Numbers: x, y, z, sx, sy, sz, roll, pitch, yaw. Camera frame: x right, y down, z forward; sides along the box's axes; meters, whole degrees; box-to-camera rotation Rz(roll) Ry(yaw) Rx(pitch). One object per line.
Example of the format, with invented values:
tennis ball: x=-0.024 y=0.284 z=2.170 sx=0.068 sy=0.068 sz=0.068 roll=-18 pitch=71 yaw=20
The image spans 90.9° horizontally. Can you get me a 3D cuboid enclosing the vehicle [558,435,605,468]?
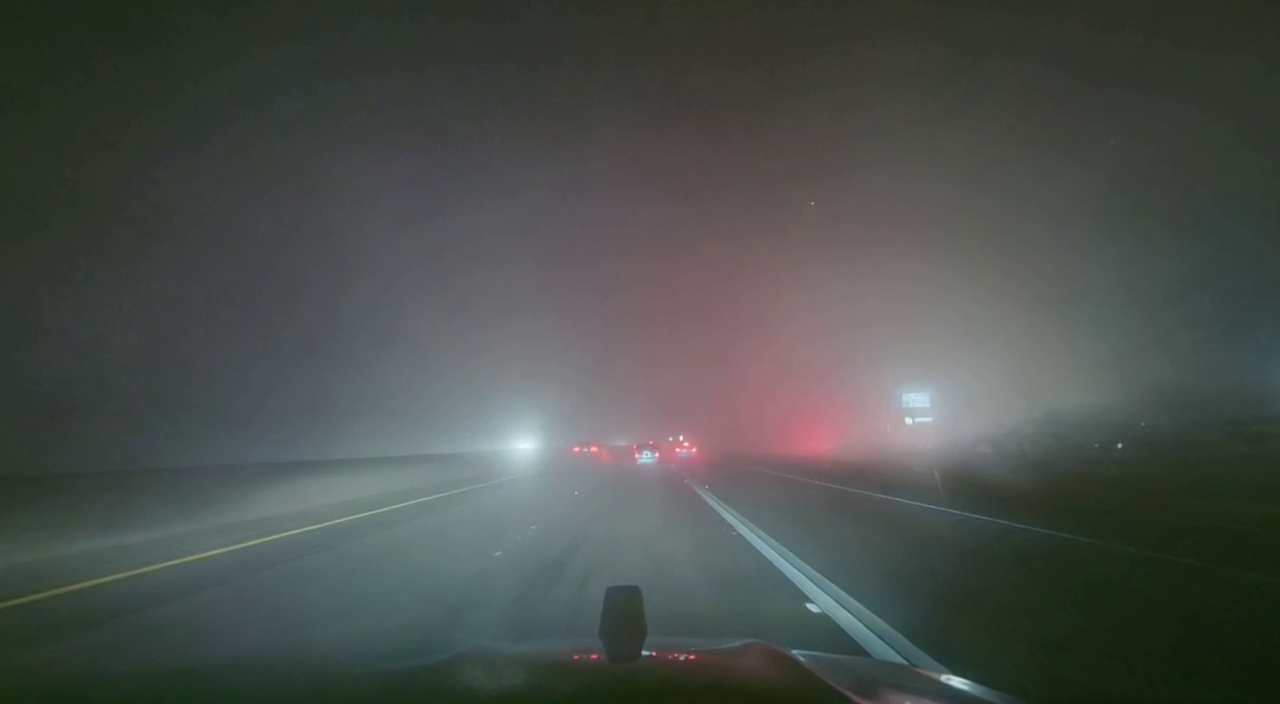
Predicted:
vehicle: x=-3.704 y=6.457 z=41.116 sx=2.403 sy=1.946 sz=5.623 roll=0 pitch=-8 yaw=1

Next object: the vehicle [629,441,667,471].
vehicle: x=0.409 y=5.726 z=34.994 sx=2.000 sy=1.558 sz=3.945 roll=0 pitch=-8 yaw=0
